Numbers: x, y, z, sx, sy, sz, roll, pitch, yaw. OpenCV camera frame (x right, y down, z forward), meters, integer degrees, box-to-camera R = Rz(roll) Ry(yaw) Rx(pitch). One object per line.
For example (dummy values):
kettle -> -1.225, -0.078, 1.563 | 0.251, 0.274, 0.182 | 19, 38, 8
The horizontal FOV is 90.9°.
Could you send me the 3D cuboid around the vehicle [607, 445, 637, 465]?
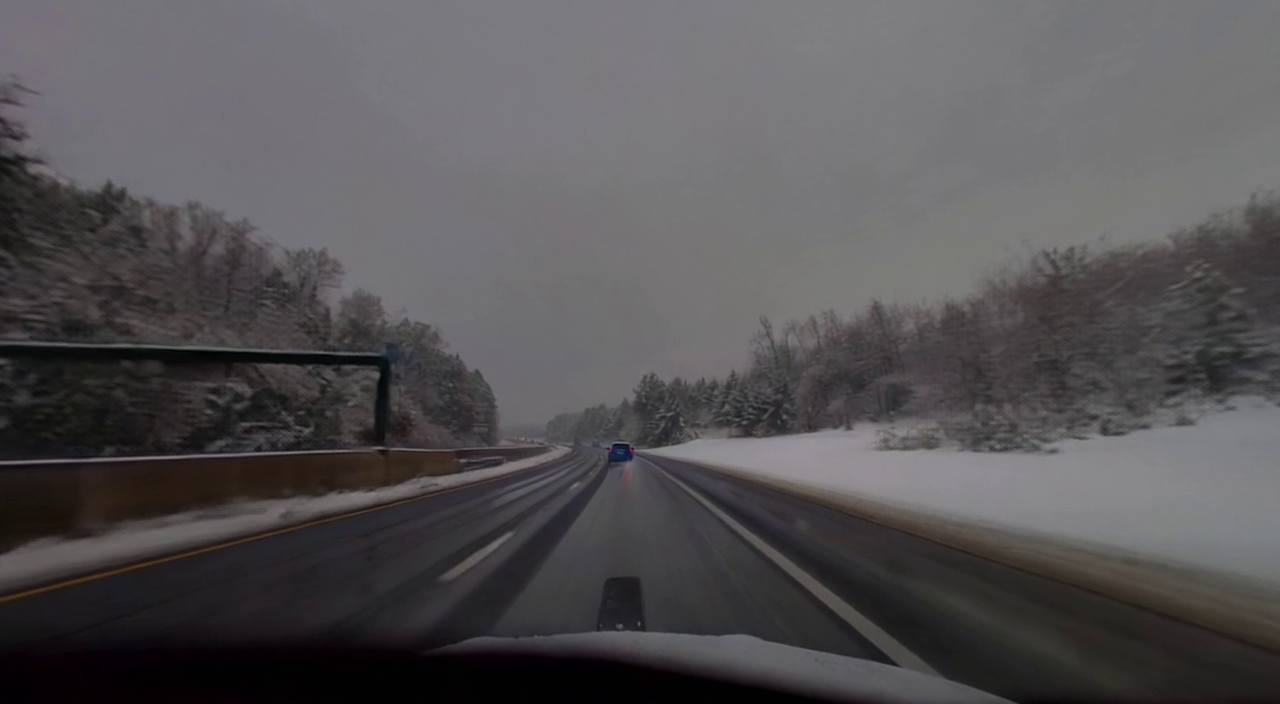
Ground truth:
vehicle -> -1.362, 7.707, 47.097 | 2.126, 1.411, 4.433 | 0, -9, -2
